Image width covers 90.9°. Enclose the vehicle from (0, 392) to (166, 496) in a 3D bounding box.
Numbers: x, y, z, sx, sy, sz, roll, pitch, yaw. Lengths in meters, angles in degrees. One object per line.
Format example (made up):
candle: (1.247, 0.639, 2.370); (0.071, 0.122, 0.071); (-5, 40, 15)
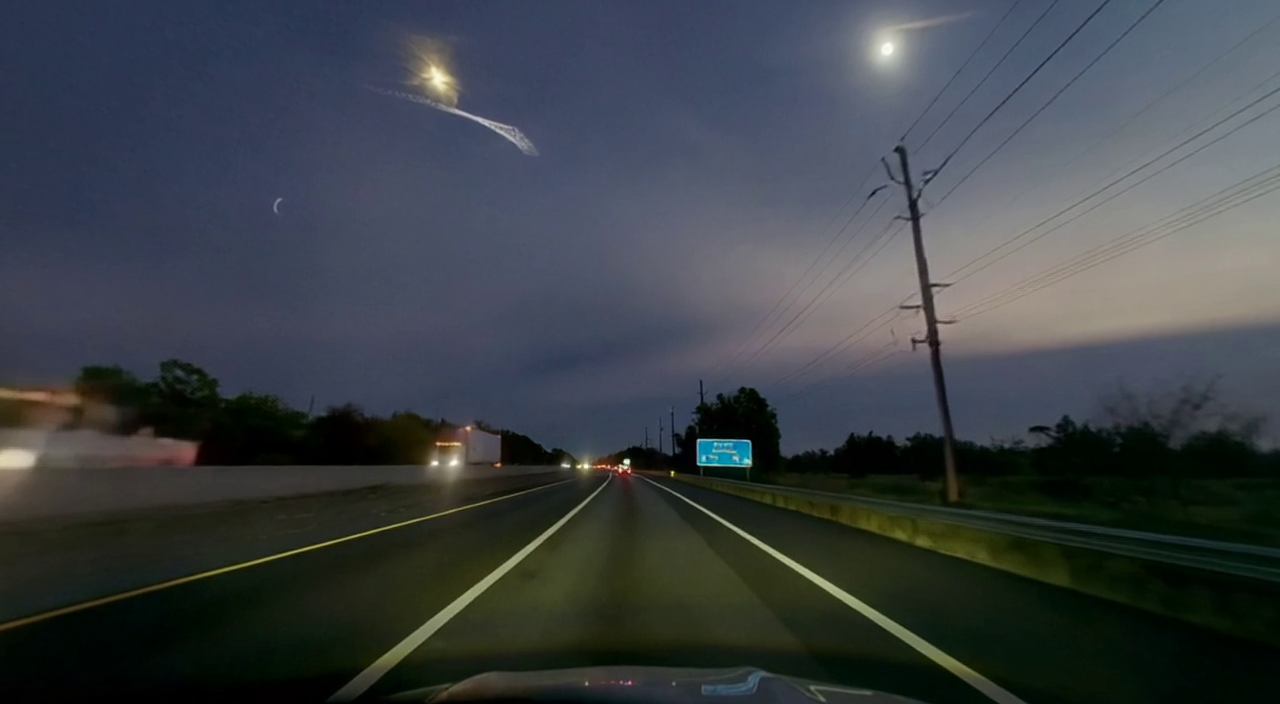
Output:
vehicle: (-15.034, 2.314, 15.477); (2.198, 2.227, 5.741); (1, -10, 0)
